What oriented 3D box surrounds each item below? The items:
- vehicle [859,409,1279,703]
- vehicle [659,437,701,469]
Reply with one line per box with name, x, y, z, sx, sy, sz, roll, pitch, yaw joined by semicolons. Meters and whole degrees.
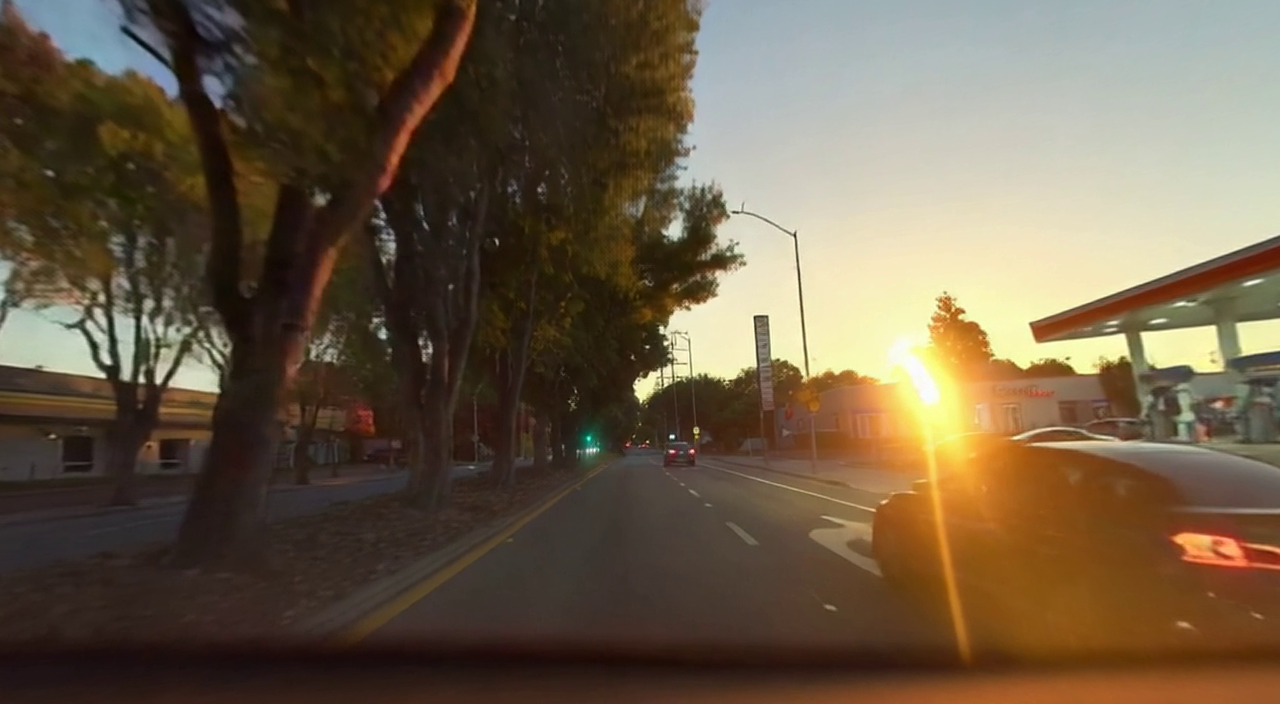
vehicle;3.494;1.295;4.767;2.061;1.475;4.296;0;-8;-1
vehicle;2.430;6.273;39.373;2.115;1.840;4.777;0;-8;-2
